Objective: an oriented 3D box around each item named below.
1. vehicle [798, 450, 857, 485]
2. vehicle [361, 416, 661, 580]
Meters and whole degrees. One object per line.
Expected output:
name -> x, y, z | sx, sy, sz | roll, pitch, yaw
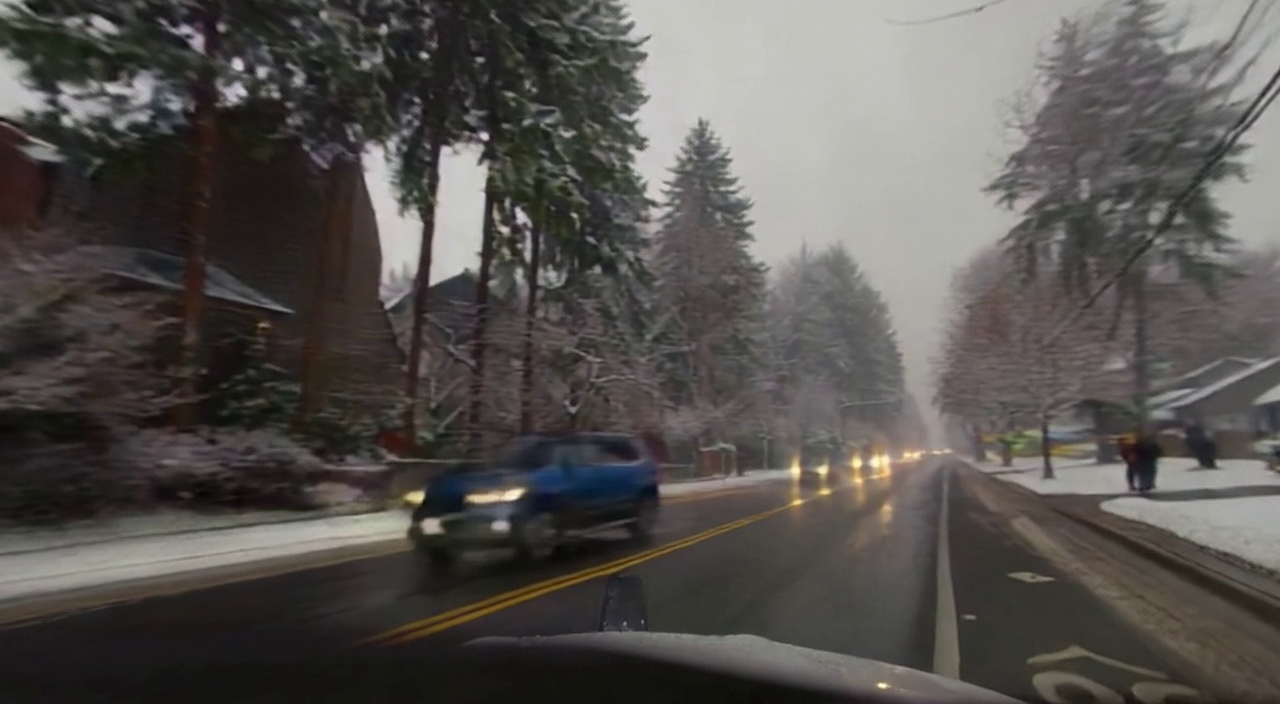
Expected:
vehicle -> 9.164, 5.533, 30.617 | 1.906, 1.498, 4.222 | -4, -9, 27
vehicle -> -1.585, 2.010, 9.665 | 2.089, 1.835, 4.528 | -4, -9, 26
